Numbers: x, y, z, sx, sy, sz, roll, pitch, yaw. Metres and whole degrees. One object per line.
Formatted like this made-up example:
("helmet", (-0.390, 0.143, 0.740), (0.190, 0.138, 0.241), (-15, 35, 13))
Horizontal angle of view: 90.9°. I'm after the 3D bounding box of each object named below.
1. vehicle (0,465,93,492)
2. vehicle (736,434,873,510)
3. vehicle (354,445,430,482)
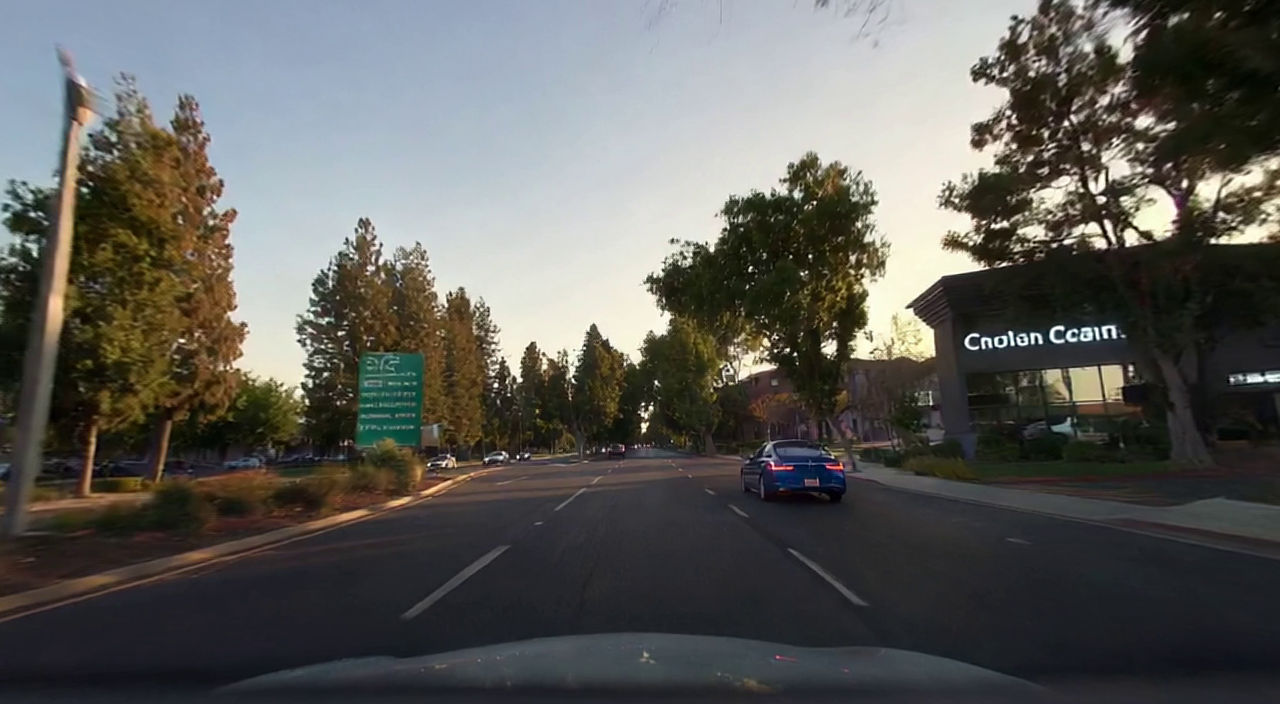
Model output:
("vehicle", (-36.316, 7.628, 38.076), (4.625, 1.451, 1.942), (0, -8, 1))
("vehicle", (3.544, 2.663, 14.519), (1.977, 1.474, 4.399), (0, -8, 0))
("vehicle", (-12.432, 5.578, 31.914), (1.975, 1.697, 4.265), (0, -8, 1))
